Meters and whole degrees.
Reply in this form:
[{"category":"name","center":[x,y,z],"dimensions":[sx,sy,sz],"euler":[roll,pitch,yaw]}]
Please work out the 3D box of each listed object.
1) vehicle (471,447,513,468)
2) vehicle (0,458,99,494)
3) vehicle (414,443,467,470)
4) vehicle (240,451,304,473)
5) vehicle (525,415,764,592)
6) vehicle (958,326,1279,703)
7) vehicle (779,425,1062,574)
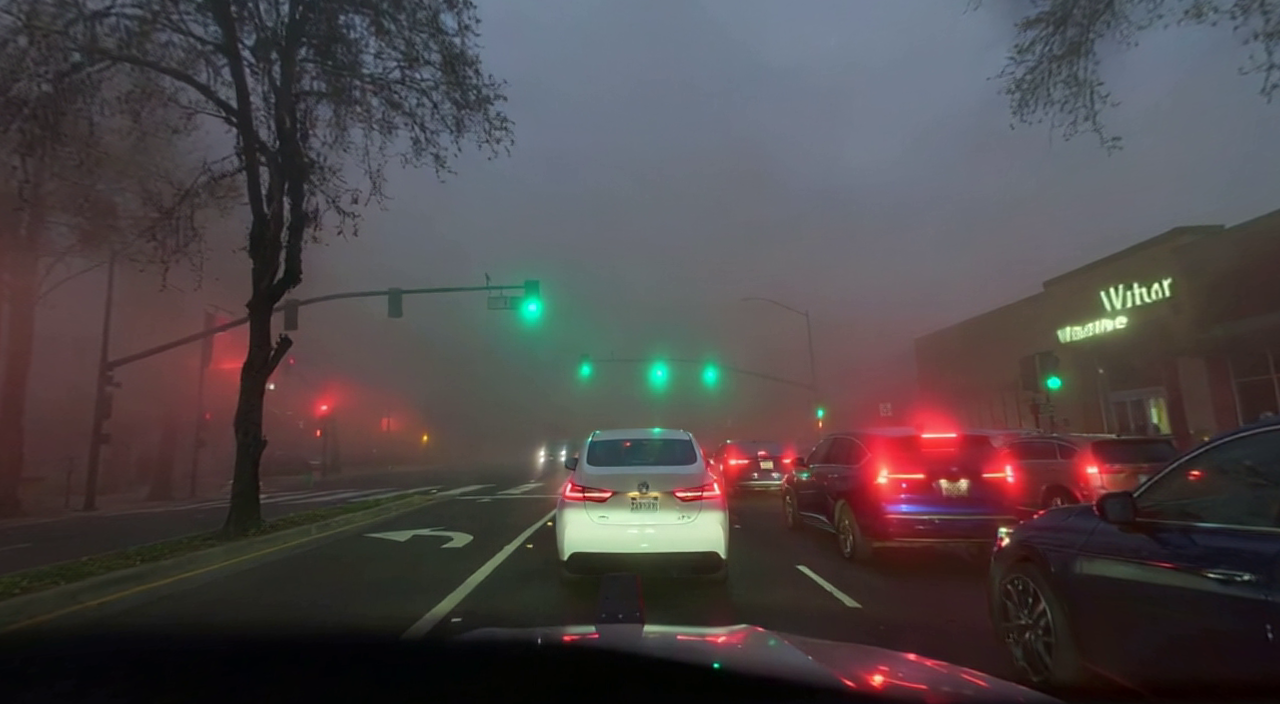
[{"category":"vehicle","center":[-11.244,8.003,48.232],"dimensions":[2.099,1.478,4.411],"euler":[0,-9,0]},{"category":"vehicle","center":[-27.215,5.501,28.096],"dimensions":[4.285,1.427,1.883],"euler":[3,-9,-22]},{"category":"vehicle","center":[-15.068,7.885,48.028],"dimensions":[2.395,1.903,4.860],"euler":[-1,-9,1]},{"category":"vehicle","center":[-28.569,8.528,49.182],"dimensions":[4.205,1.541,1.780],"euler":[4,-10,-28]},{"category":"vehicle","center":[0.017,1.655,7.653],"dimensions":[2.154,1.577,3.723],"euler":[0,-9,-1]},{"category":"vehicle","center":[2.985,0.705,1.595],"dimensions":[2.075,1.661,4.401],"euler":[0,-9,1]},{"category":"vehicle","center":[3.326,1.819,8.581],"dimensions":[1.865,1.496,4.170],"euler":[0,-9,-1]}]
